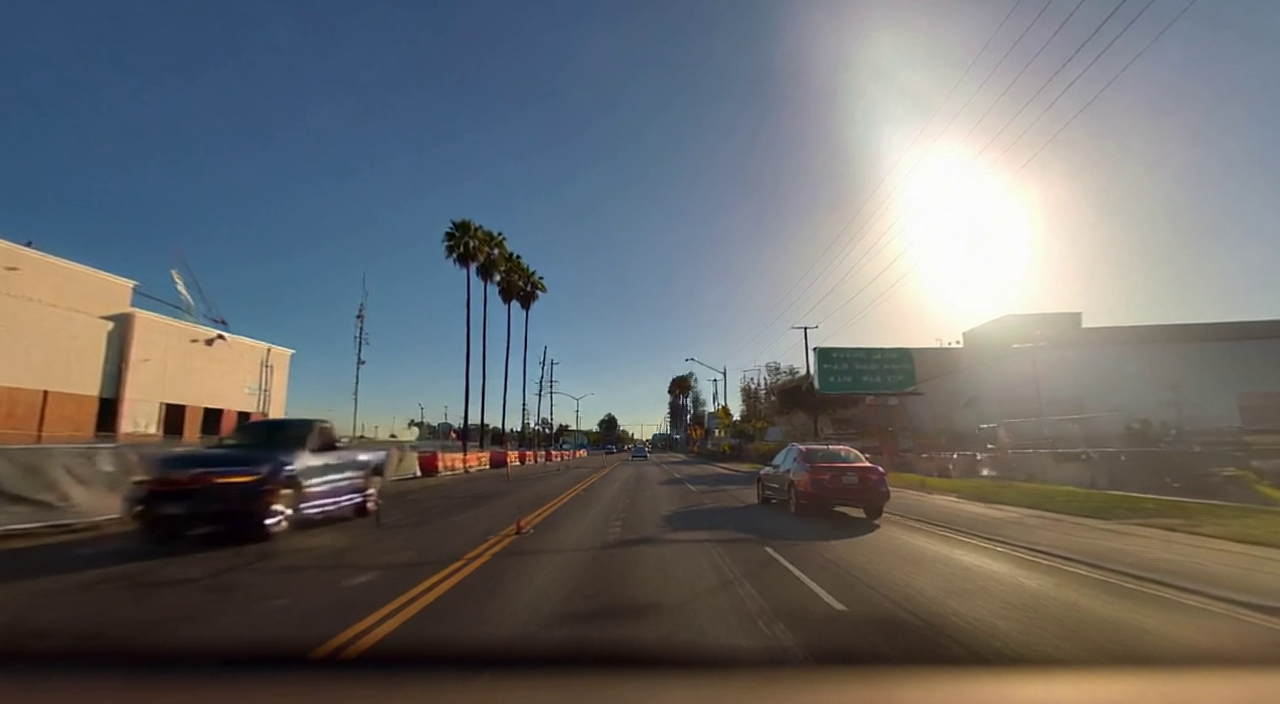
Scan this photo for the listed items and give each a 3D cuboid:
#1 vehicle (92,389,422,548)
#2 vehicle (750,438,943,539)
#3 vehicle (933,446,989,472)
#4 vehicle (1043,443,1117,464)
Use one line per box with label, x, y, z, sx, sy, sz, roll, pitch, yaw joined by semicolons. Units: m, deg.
vehicle;-6.639;2.140;12.225;2.538;2.287;6.052;0;-8;0
vehicle;3.634;2.478;12.167;2.148;1.562;4.642;0;-9;0
vehicle;21.104;6.993;41.193;4.279;1.545;1.850;8;-11;-43
vehicle;34.507;7.985;49.367;4.526;1.514;1.957;-5;-10;31
